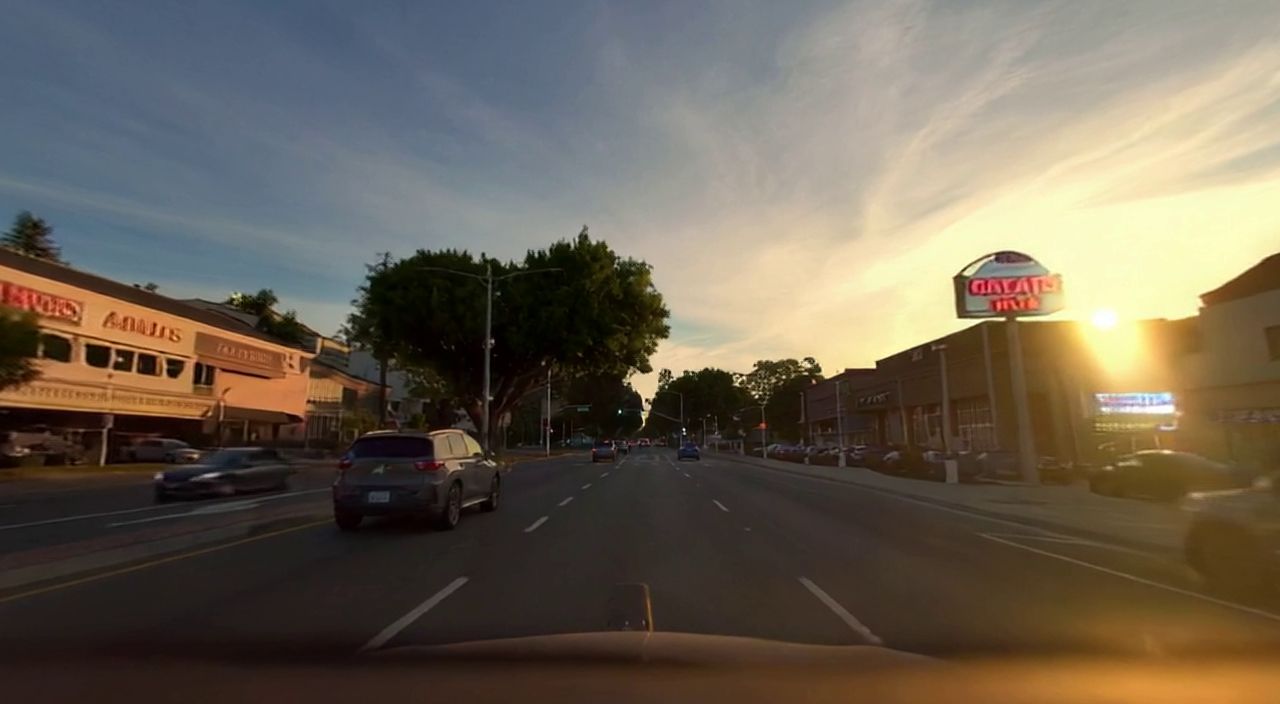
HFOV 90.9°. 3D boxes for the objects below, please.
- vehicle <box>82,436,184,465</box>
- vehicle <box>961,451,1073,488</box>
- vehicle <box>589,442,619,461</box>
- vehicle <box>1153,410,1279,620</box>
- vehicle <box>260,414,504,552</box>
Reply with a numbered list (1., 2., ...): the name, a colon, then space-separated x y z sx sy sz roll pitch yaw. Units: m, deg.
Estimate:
1. vehicle: -35.270 6.897 44.122 2.131 1.878 5.681 -1 -8 4
2. vehicle: 16.550 5.148 27.806 1.703 1.446 3.822 7 -12 -43
3. vehicle: -2.780 7.835 49.739 2.005 1.446 4.265 0 -8 1
4. vehicle: 6.662 1.155 3.701 2.335 1.790 5.991 0 -8 1
5. vehicle: -3.532 1.869 9.593 1.983 1.635 3.957 0 -8 1
